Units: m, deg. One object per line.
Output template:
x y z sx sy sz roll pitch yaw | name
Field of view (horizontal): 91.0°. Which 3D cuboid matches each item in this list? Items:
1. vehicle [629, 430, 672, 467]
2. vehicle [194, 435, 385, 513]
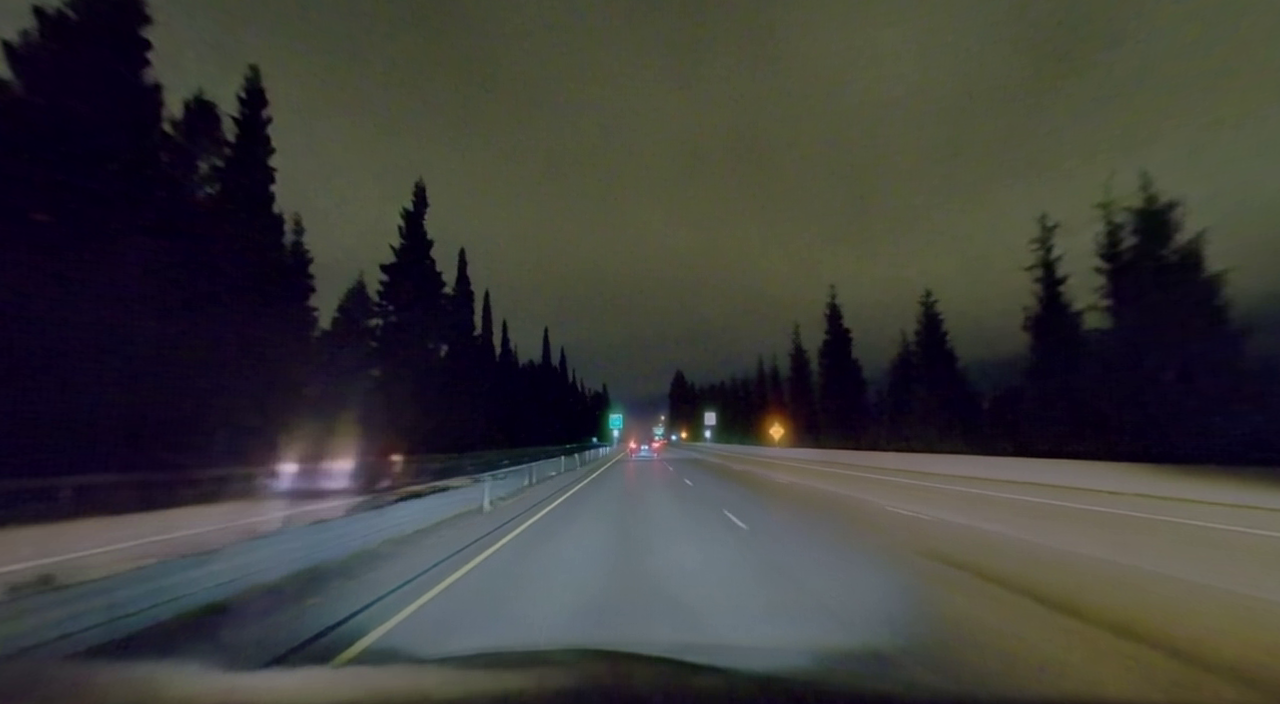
0.605 5.478 35.968 2.301 1.944 4.554 0 -8 1 | vehicle
-7.815 2.721 14.631 1.899 1.513 4.382 0 -8 0 | vehicle
